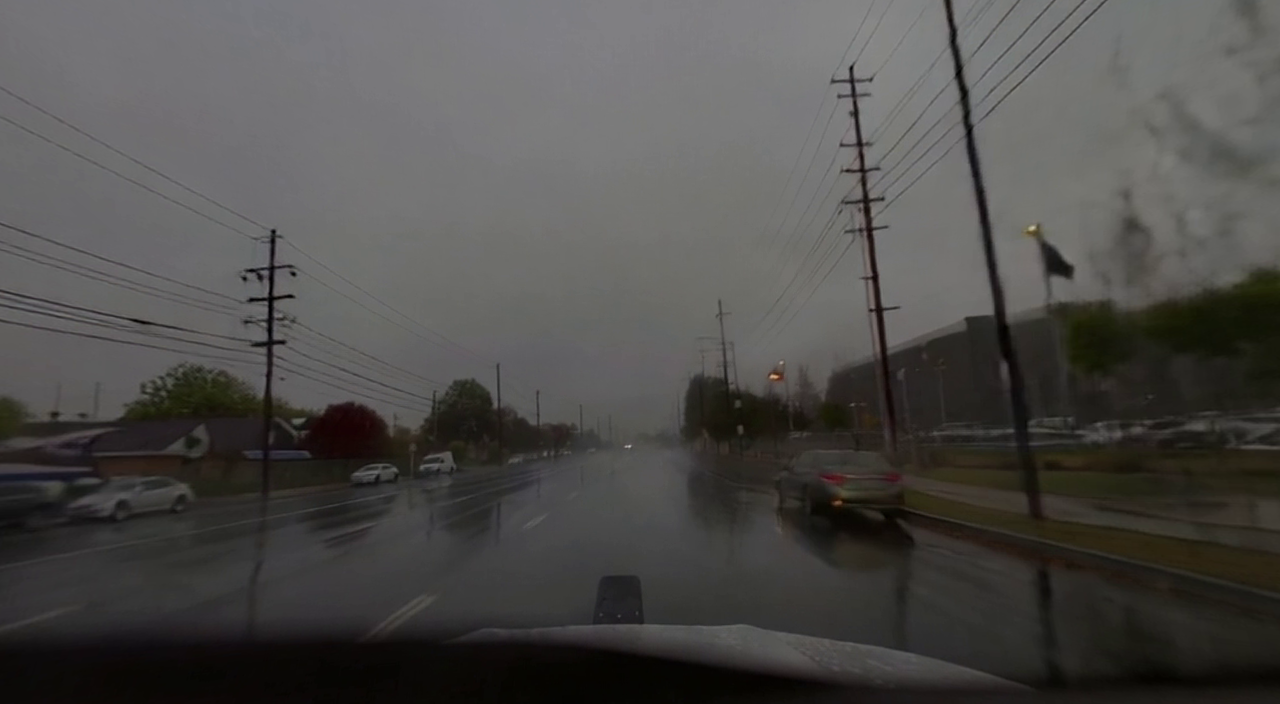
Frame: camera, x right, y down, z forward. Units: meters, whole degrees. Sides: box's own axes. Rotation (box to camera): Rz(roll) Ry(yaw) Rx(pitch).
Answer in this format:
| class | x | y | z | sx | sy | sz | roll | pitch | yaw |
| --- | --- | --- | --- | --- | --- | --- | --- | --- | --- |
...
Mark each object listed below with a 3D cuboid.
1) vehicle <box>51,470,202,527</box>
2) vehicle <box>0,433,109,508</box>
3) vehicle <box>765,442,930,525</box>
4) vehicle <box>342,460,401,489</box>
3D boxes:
| class | x | y | z | sx | sy | sz | roll | pitch | yaw |
| --- | --- | --- | --- | --- | --- | --- | --- | --- | --- |
| vehicle | -17.771 | 5.038 | 22.217 | 1.852 | 1.551 | 4.276 | -6 | -10 | -2 |
| vehicle | -25.267 | 4.910 | 25.786 | 4.857 | 2.616 | 2.616 | -4 | -9 | -17 |
| vehicle | 4.163 | 2.688 | 13.586 | 2.002 | 1.459 | 4.357 | 0 | -8 | -1 |
| vehicle | -17.684 | 8.060 | 41.835 | 1.931 | 1.501 | 4.564 | -6 | -9 | -1 |
